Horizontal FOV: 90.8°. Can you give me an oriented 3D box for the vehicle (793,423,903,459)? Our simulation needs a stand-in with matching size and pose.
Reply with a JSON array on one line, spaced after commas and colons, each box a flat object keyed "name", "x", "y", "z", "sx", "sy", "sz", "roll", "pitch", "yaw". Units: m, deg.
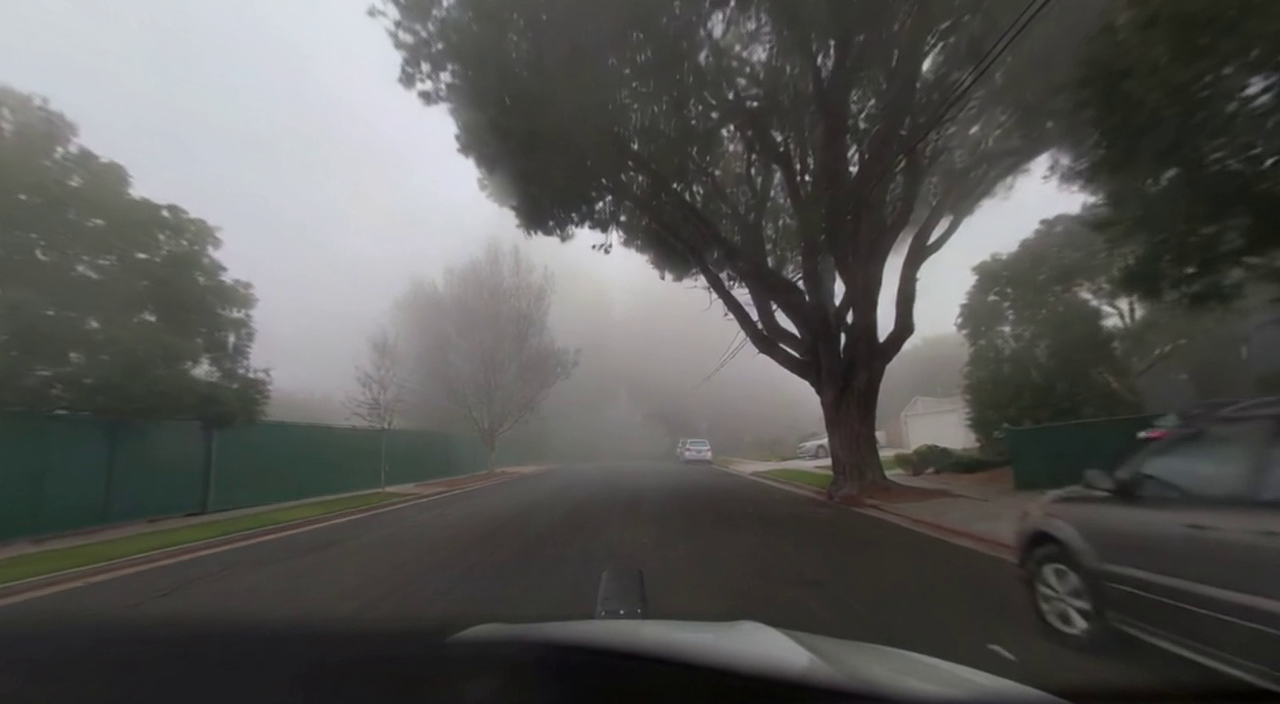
[{"name": "vehicle", "x": 11.025, "y": 4.786, "z": 33.819, "sx": 5.046, "sy": 1.800, "sz": 2.201, "roll": -1, "pitch": -8, "yaw": 1}]

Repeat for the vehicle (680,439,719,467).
[{"name": "vehicle", "x": 3.853, "y": 6.681, "z": 41.928, "sx": 2.122, "sy": 1.673, "sz": 4.876, "roll": 0, "pitch": -8, "yaw": 0}]

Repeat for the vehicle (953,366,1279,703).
[{"name": "vehicle", "x": 3.670, "y": 0.922, "z": 2.849, "sx": 2.165, "sy": 1.688, "sz": 4.642, "roll": -2, "pitch": -9, "yaw": 1}]
